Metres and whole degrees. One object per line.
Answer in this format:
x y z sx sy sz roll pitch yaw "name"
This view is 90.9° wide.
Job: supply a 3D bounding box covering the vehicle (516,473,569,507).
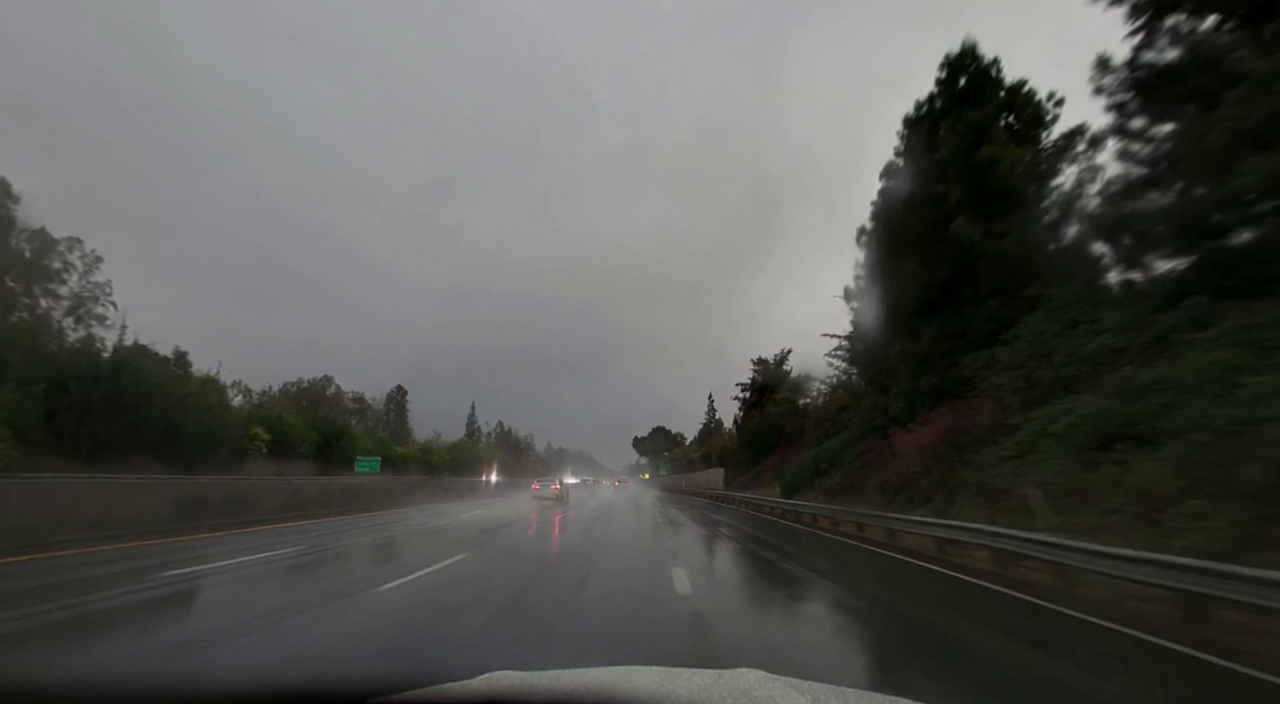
-5.064 7.236 33.302 2.039 1.605 4.365 0 -11 1 "vehicle"
